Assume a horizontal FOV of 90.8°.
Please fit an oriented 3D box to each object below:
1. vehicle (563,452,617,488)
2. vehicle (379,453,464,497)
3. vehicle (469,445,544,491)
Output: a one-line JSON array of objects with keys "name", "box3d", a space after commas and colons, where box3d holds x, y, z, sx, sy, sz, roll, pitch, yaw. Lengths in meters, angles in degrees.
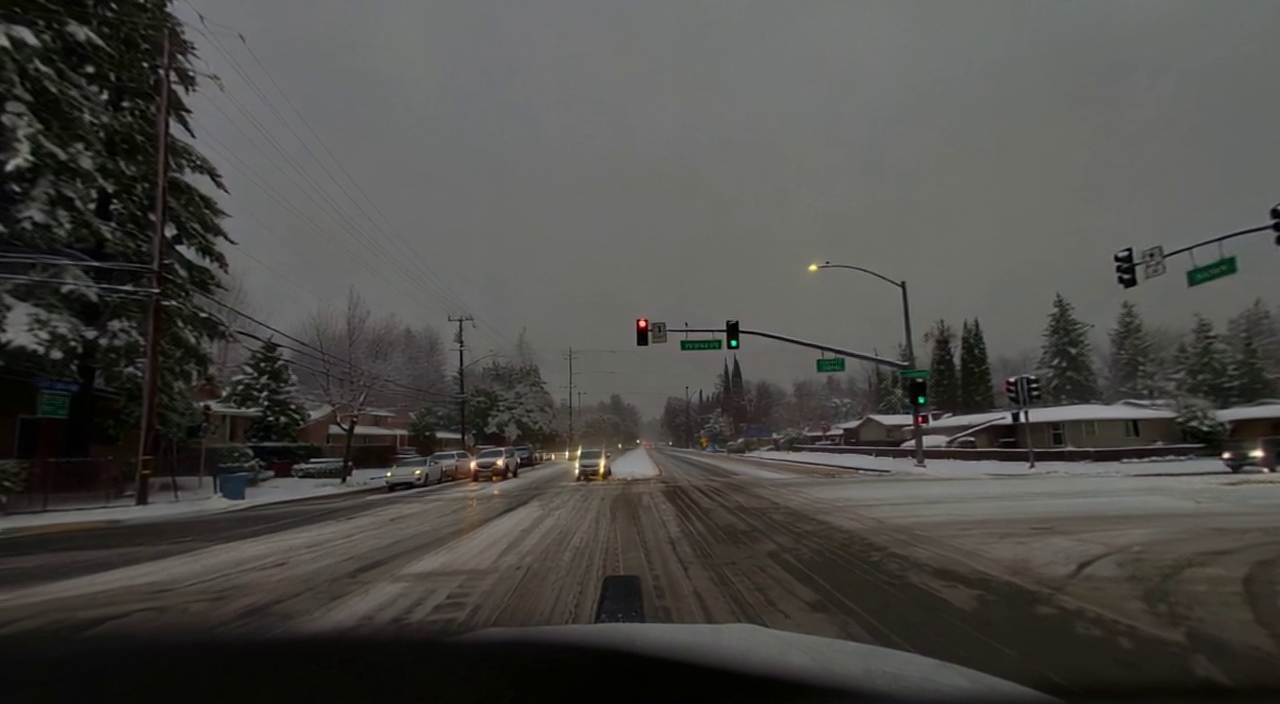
[{"name": "vehicle", "box3d": [-2.196, 5.356, 29.133, 2.174, 1.477, 4.805, 0, -9, -1]}, {"name": "vehicle", "box3d": [-9.963, 5.612, 29.265, 2.241, 1.819, 4.690, 0, -9, -1]}, {"name": "vehicle", "box3d": [-6.183, 5.429, 30.058, 2.479, 1.977, 5.254, 0, -9, -1]}]
